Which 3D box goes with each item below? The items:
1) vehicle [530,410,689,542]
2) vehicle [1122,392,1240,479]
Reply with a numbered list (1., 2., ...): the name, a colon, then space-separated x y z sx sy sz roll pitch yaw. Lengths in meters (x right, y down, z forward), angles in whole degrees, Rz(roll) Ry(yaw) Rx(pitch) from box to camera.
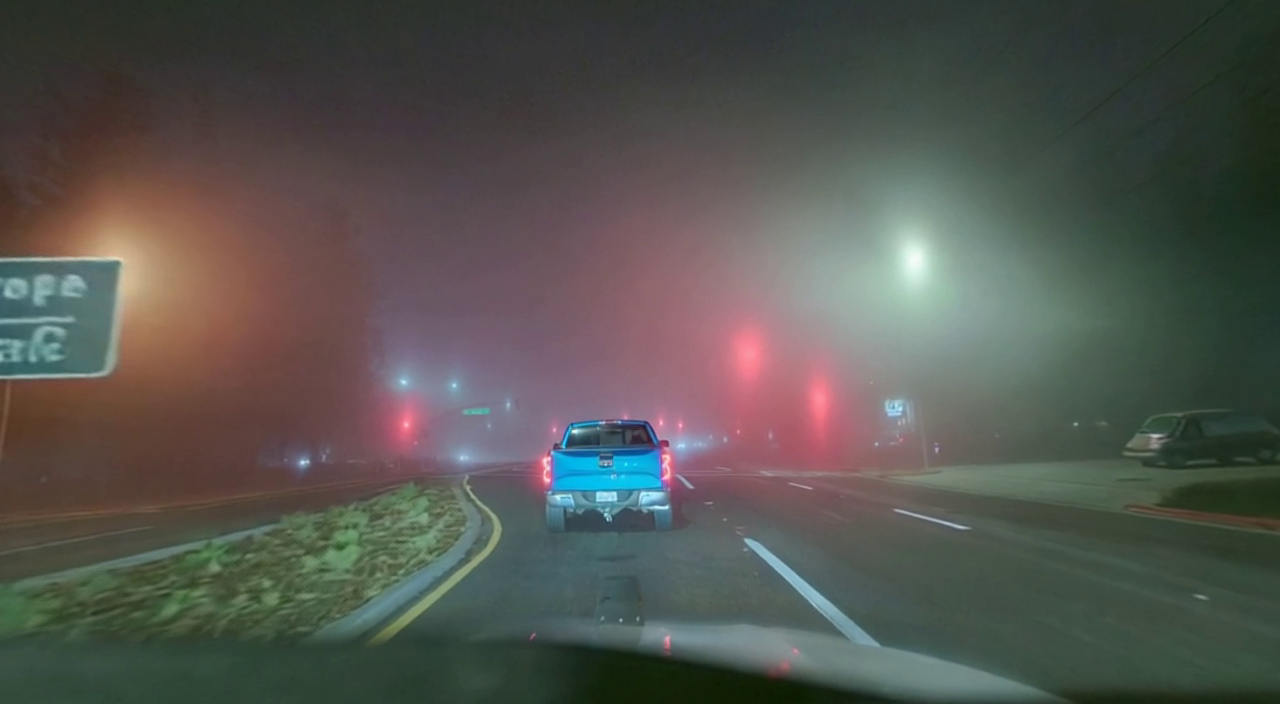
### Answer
1. vehicle: -0.468 2.033 11.019 2.145 1.762 4.731 0 -8 -1
2. vehicle: 16.541 2.569 19.389 1.862 2.438 1.649 -1 -10 -14
